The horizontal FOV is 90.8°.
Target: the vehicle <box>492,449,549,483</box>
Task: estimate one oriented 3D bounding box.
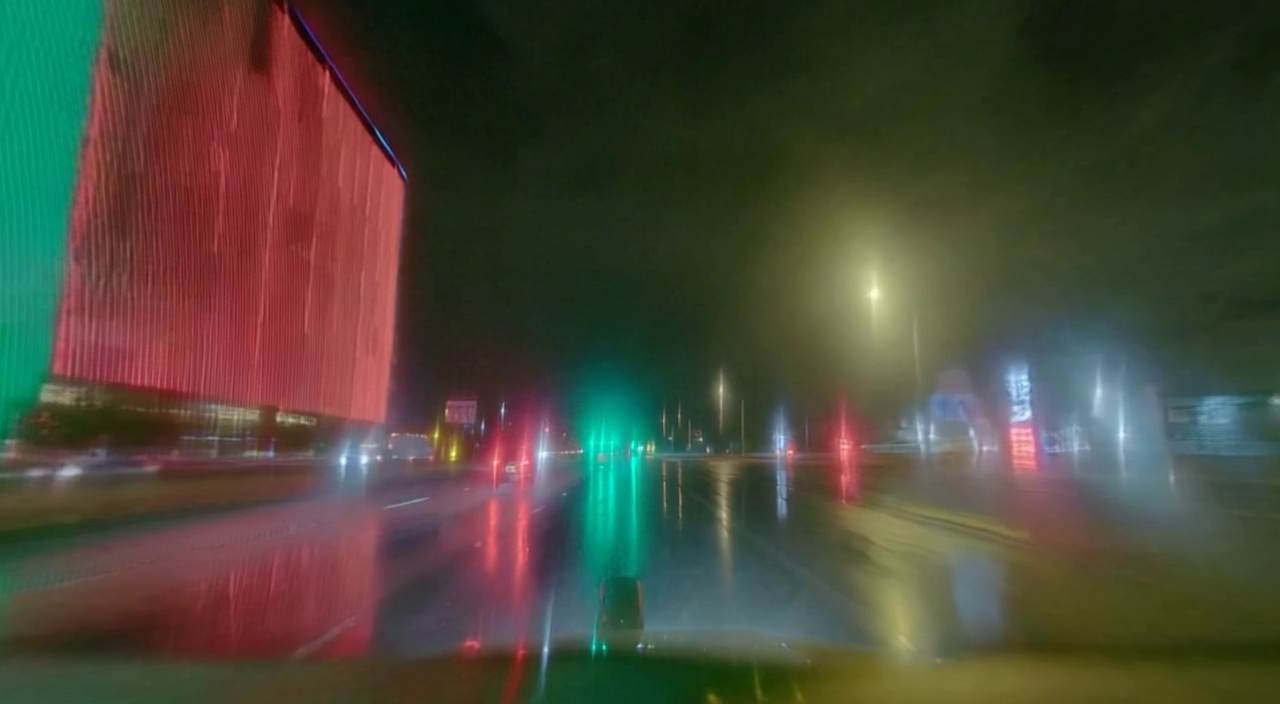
[{"bbox_3d":[-5.751,5.534,30.987,1.943,1.510,4.201,0,-9,0],"label":"vehicle"}]
